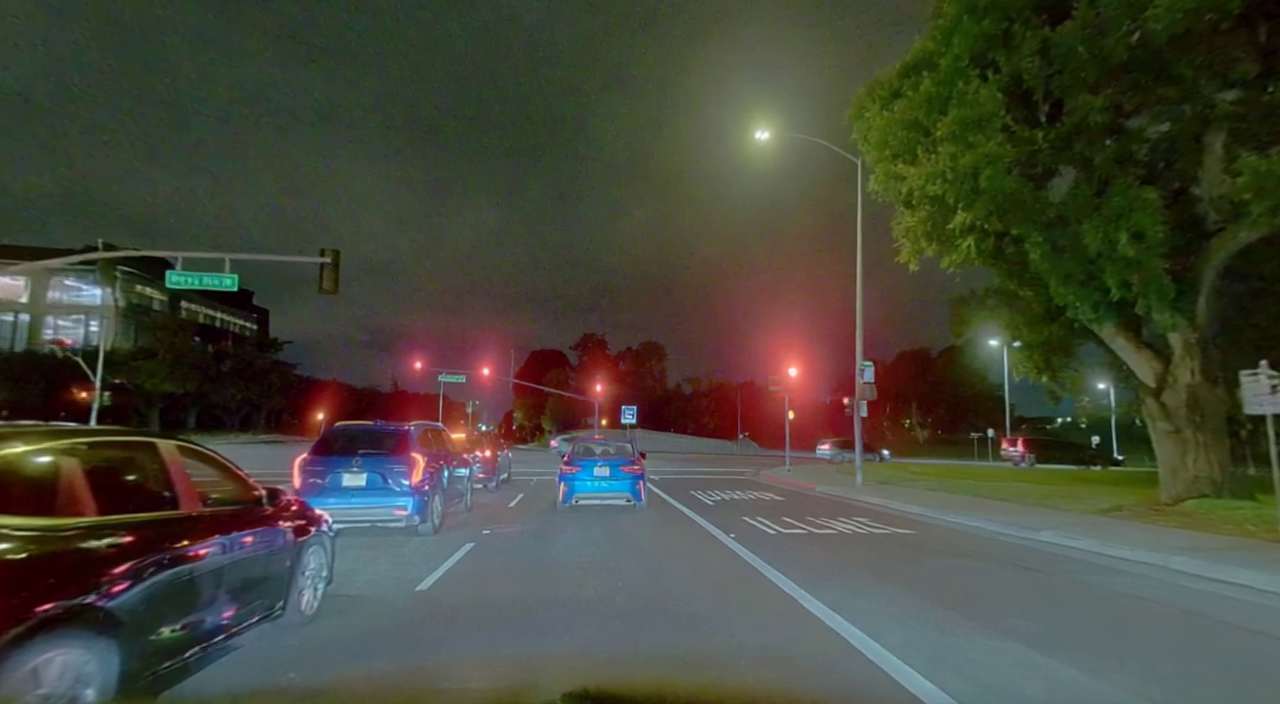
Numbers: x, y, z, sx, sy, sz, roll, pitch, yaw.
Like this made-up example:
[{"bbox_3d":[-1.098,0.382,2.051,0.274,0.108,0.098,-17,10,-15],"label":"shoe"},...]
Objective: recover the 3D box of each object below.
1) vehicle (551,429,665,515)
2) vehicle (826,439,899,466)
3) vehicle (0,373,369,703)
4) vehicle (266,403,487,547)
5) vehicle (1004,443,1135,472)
[{"bbox_3d":[-0.808,2.433,13.364,2.001,1.483,4.442,1,-9,-6],"label":"vehicle"},{"bbox_3d":[15.709,7.118,44.747,4.394,1.802,1.924,1,-9,-8],"label":"vehicle"},{"bbox_3d":[-3.186,0.946,2.800,2.105,1.510,4.643,0,-8,-3],"label":"vehicle"},{"bbox_3d":[-3.752,1.830,9.992,1.924,1.737,4.387,1,-9,-5],"label":"vehicle"},{"bbox_3d":[31.778,7.817,46.964,7.585,1.987,3.158,0,-8,-3],"label":"vehicle"}]
